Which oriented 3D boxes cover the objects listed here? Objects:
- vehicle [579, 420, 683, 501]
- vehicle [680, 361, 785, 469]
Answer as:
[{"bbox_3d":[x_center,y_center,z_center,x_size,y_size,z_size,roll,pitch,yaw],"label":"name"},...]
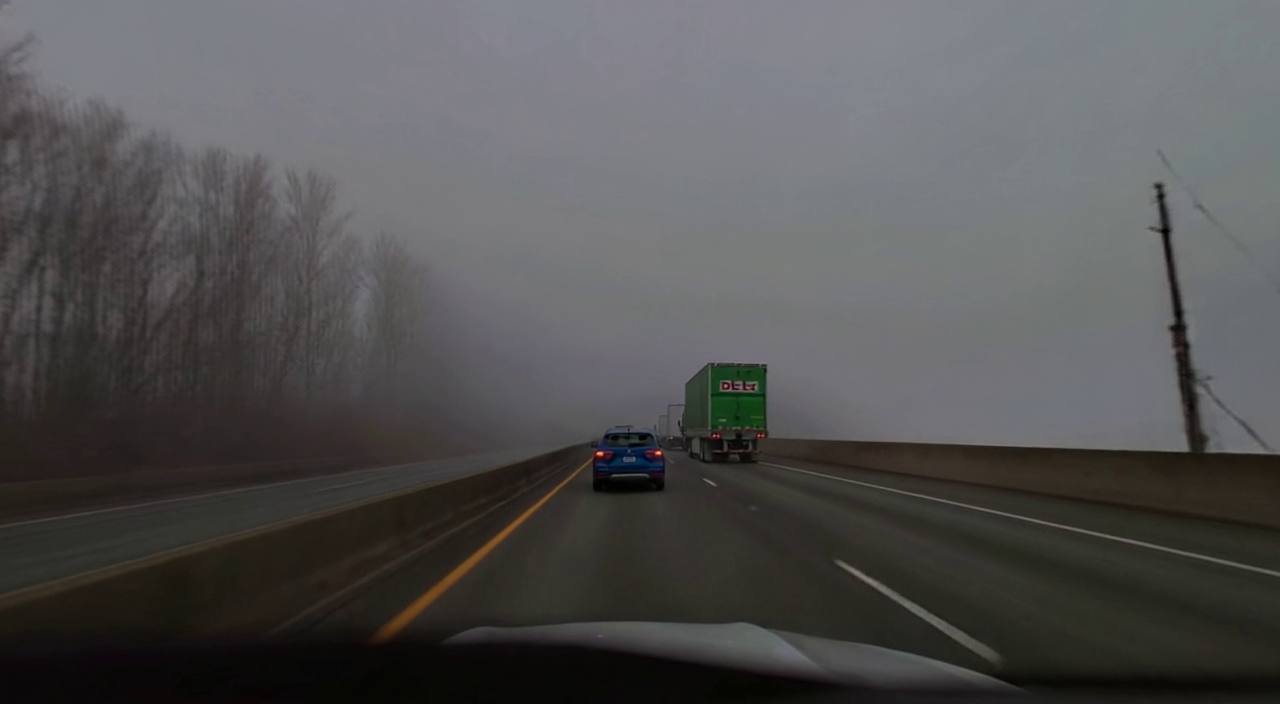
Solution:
[{"bbox_3d":[-0.230,2.421,14.439,2.062,1.581,3.914,0,-8,-2],"label":"vehicle"},{"bbox_3d":[3.628,2.865,27.200,2.835,3.872,8.916,0,-8,-2],"label":"vehicle"}]
